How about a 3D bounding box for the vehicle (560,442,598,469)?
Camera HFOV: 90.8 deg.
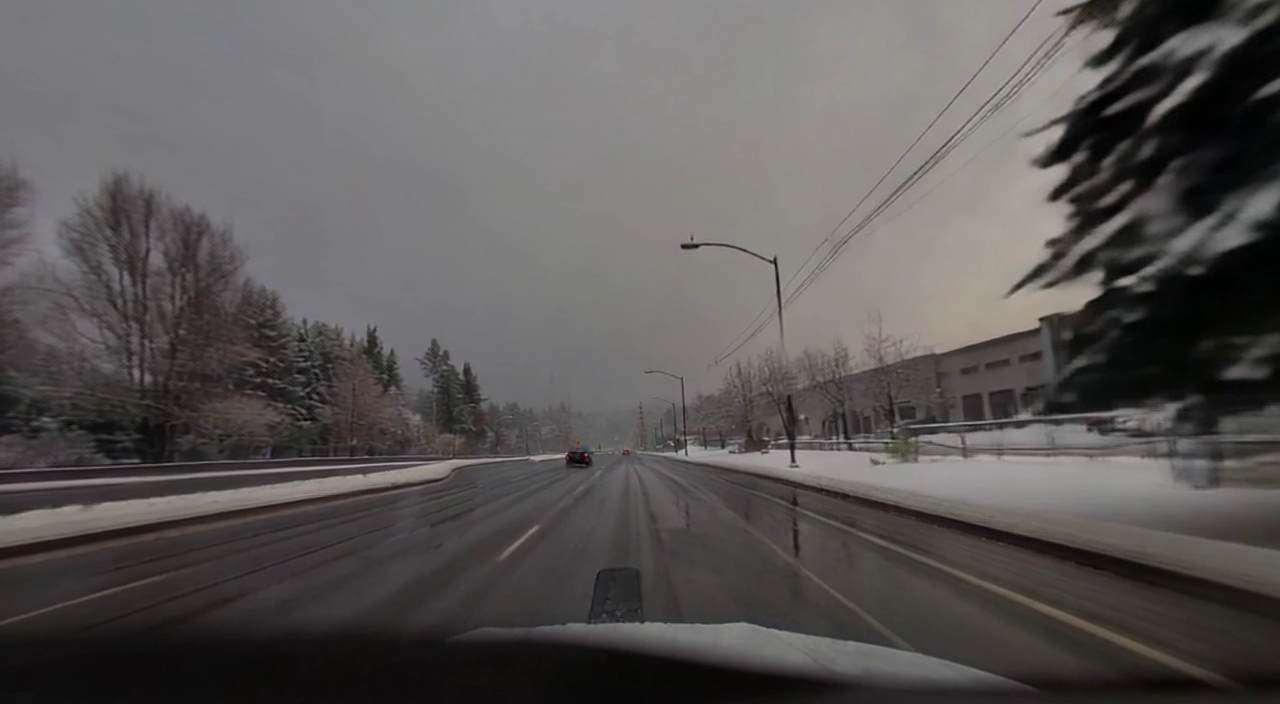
[{"bbox_3d":[-3.953,6.790,41.441,2.121,1.654,3.993,0,-9,-1],"label":"vehicle"}]
